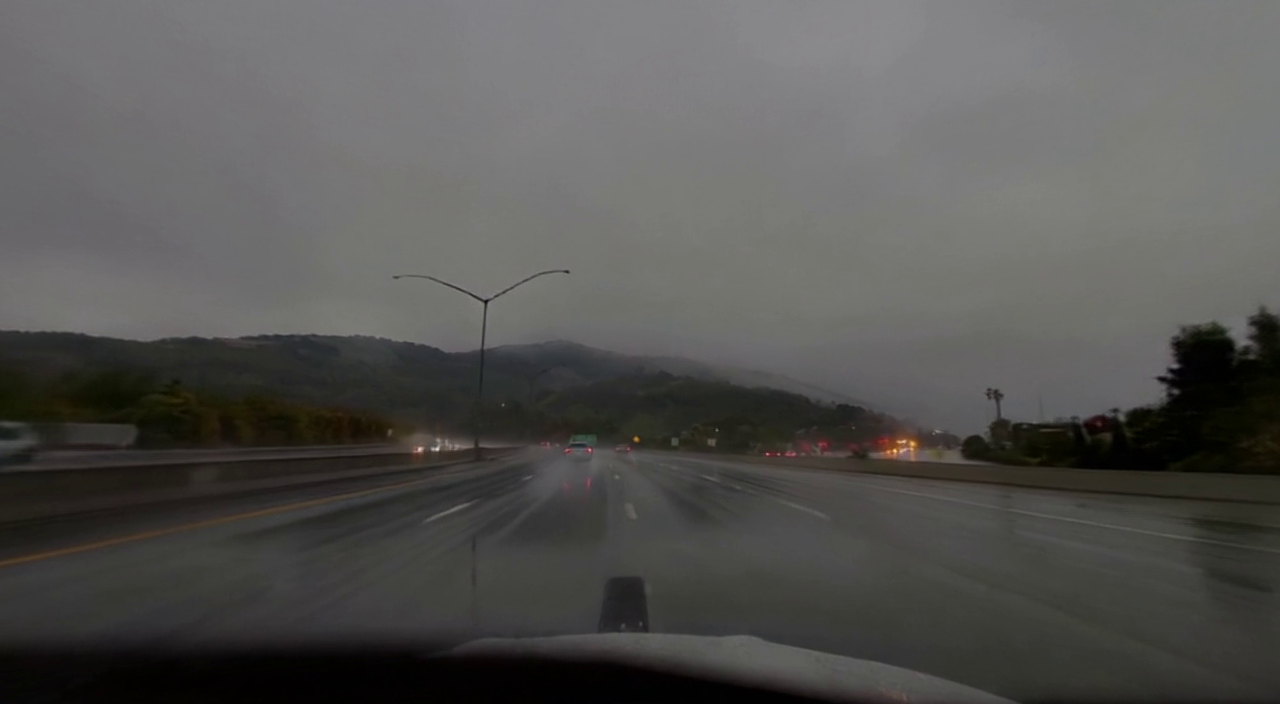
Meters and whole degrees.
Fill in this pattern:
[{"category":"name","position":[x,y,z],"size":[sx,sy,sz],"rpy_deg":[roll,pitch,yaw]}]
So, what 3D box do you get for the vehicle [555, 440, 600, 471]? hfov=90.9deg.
[{"category":"vehicle","position":[-3.230,5.411,33.252],"size":[2.193,1.497,4.337],"rpy_deg":[0,-8,-4]}]
